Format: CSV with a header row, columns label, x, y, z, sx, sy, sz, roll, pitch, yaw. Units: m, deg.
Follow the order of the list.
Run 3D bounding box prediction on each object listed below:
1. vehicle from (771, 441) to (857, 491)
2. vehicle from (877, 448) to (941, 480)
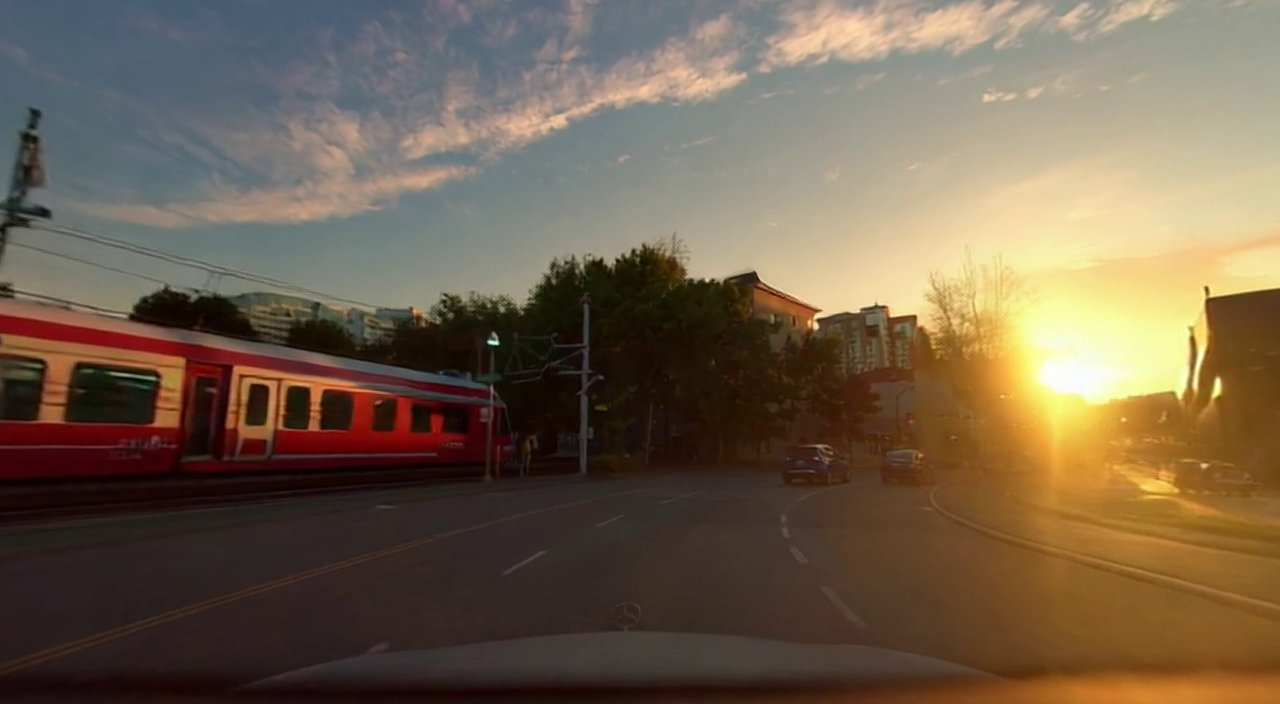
label,x,y,z,sx,sy,sz,roll,pitch,yaw
vehicle,7.049,4.479,25.268,2.263,1.765,4.237,-5,-10,29
vehicle,15.992,6.571,37.396,2.010,1.725,4.320,-8,-11,43
